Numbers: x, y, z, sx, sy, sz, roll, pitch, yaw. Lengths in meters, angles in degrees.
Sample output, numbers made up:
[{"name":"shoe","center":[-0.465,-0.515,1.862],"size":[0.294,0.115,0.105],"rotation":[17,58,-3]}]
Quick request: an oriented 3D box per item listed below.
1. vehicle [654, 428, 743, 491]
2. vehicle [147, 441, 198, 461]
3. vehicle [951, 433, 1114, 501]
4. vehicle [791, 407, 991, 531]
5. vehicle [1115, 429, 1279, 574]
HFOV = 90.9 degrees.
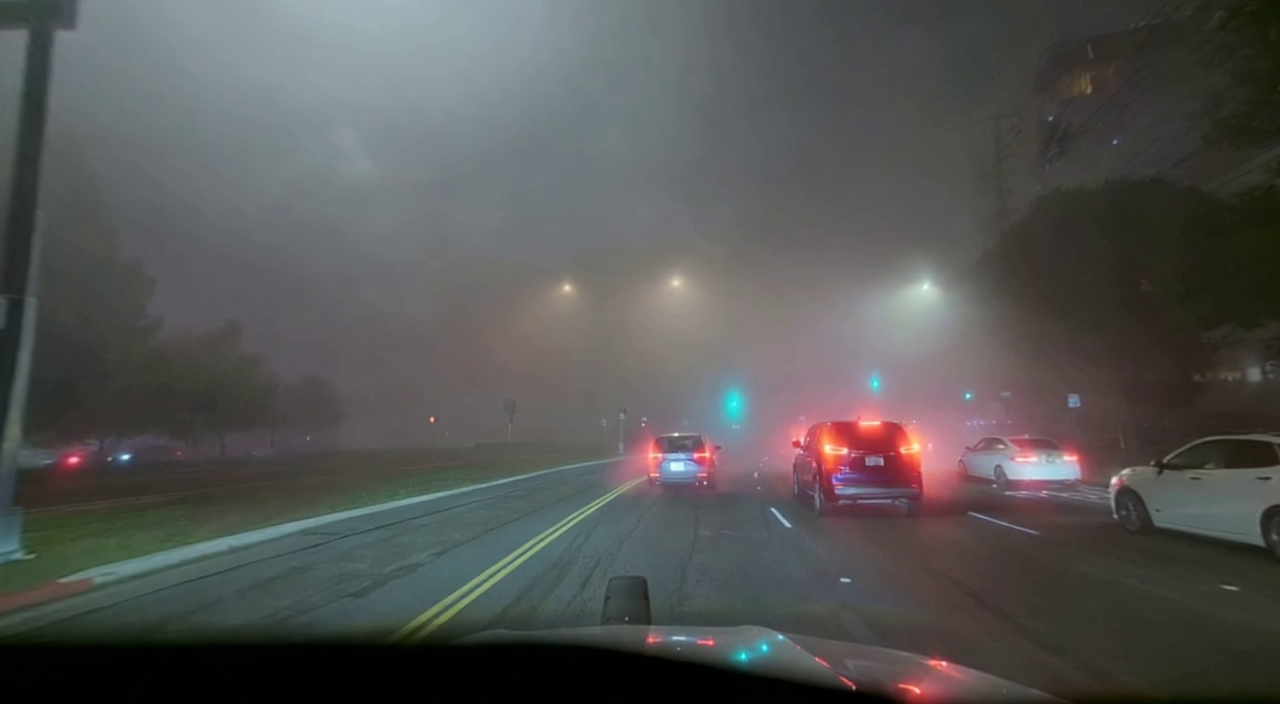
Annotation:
[{"name":"vehicle","center":[1.765,2.961,17.680],"size":[2.168,1.527,4.174],"rotation":[-1,-8,9]},{"name":"vehicle","center":[-36.865,7.770,49.620],"size":[4.848,1.498,2.009],"rotation":[-7,-11,39]},{"name":"vehicle","center":[9.742,2.863,16.137],"size":[1.882,1.463,4.543],"rotation":[-1,-9,10]},{"name":"vehicle","center":[4.293,2.085,11.815],"size":[2.119,1.810,4.848],"rotation":[-1,-8,5]},{"name":"vehicle","center":[7.521,1.553,6.555],"size":[1.866,1.471,4.478],"rotation":[0,-8,4]}]
